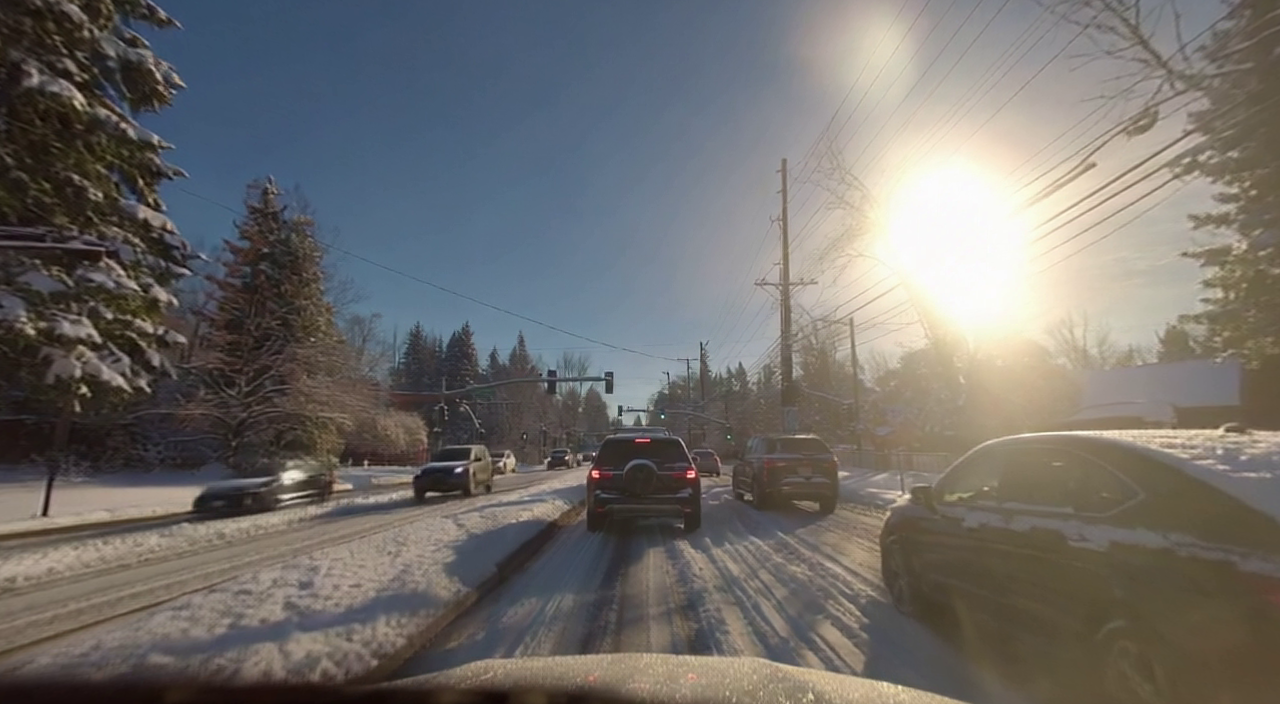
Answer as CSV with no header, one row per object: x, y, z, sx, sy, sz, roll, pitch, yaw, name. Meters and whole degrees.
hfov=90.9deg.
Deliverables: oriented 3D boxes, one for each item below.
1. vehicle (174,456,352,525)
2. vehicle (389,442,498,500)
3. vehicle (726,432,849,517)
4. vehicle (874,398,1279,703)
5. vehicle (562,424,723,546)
-9.409,3.448,16.252,1.854,1.459,4.288,0,-8,1,vehicle
-6.430,3.917,21.255,2.218,1.722,4.397,0,-8,0,vehicle
3.272,2.785,14.872,1.914,1.698,4.049,0,-8,0,vehicle
2.856,1.037,2.878,1.950,1.487,4.275,0,-8,1,vehicle
0.047,2.139,10.784,2.200,1.653,4.127,0,-8,1,vehicle
